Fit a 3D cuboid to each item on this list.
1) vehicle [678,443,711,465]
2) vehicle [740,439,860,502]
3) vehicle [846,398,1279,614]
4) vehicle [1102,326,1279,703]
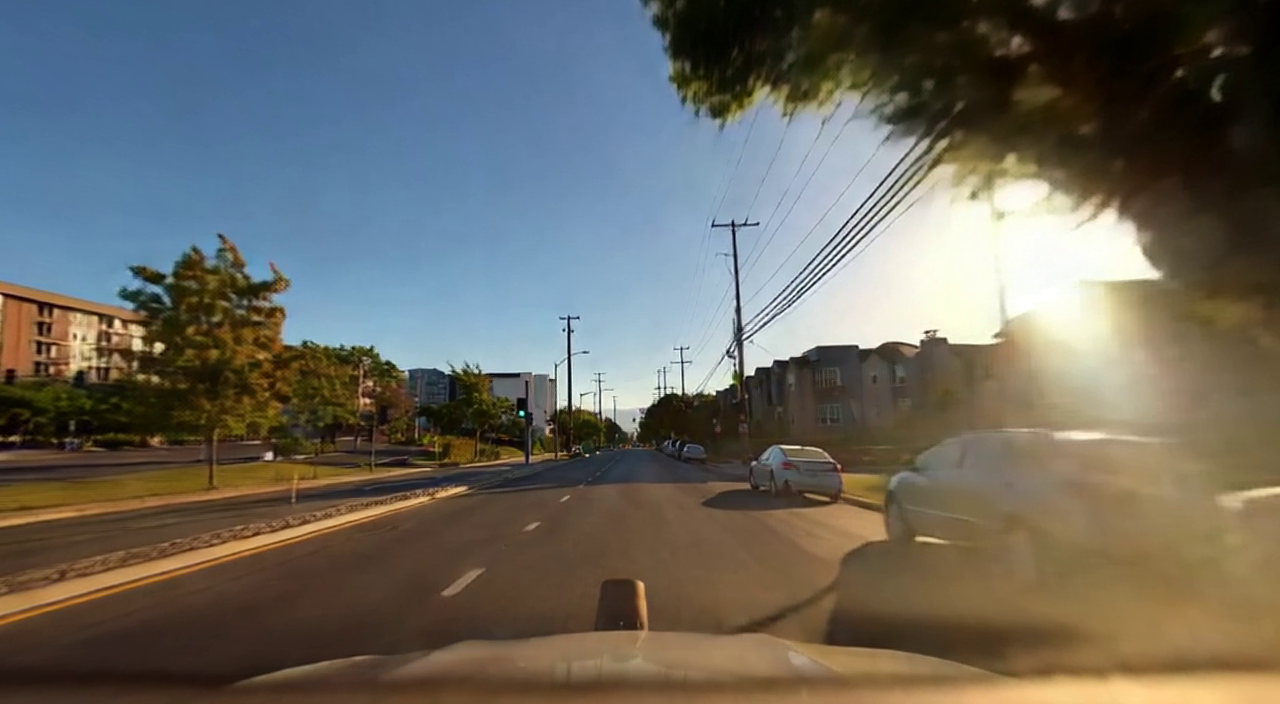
[{"bbox_3d":[3.789,7.194,44.830,1.785,1.441,4.458,0,-9,-2],"label":"vehicle"},{"bbox_3d":[4.041,3.072,16.855,1.994,1.422,4.595,0,-9,0],"label":"vehicle"},{"bbox_3d":[4.057,1.500,7.073,1.898,1.625,4.414,0,-9,-1],"label":"vehicle"},{"bbox_3d":[4.088,0.589,1.467,2.062,1.880,5.178,0,-9,0],"label":"vehicle"}]
